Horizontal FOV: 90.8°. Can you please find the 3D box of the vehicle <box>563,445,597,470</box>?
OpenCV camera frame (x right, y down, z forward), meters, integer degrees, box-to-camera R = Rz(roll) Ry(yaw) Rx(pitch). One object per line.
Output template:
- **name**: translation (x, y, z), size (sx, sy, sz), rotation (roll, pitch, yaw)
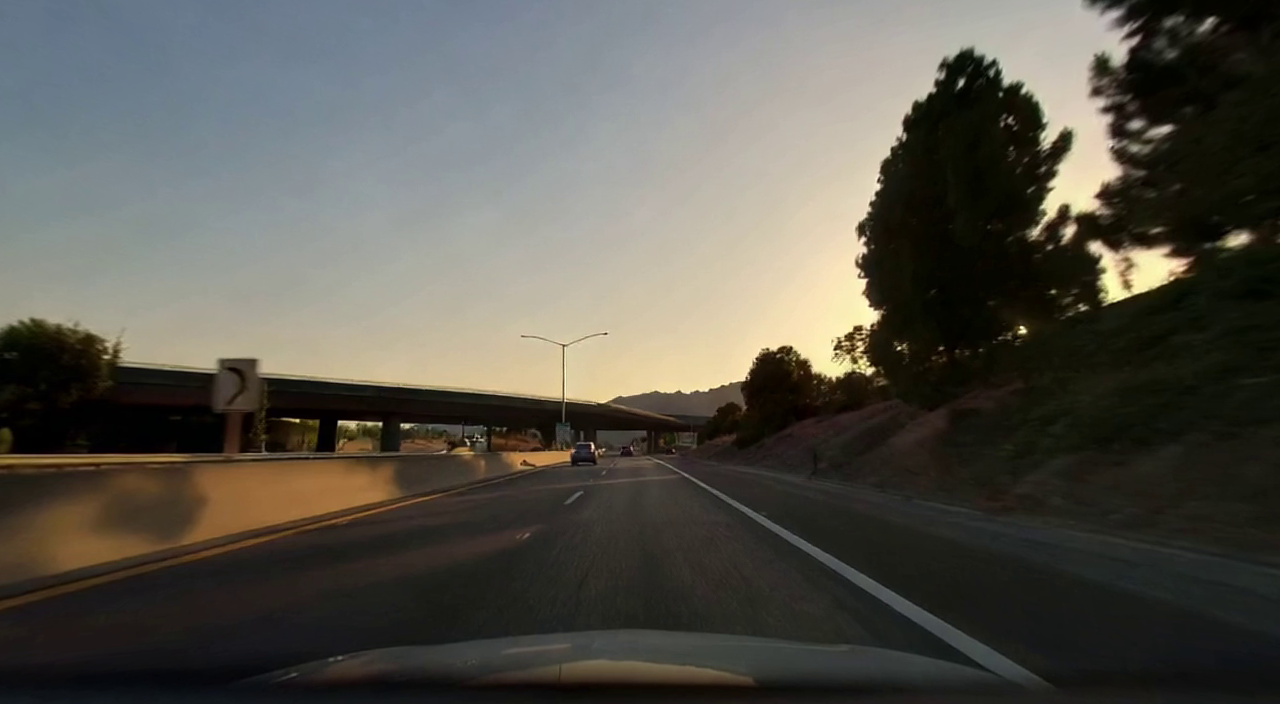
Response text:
- **vehicle**: translation (-3.813, 6.752, 40.499), size (1.835, 1.531, 3.811), rotation (0, -9, -1)
